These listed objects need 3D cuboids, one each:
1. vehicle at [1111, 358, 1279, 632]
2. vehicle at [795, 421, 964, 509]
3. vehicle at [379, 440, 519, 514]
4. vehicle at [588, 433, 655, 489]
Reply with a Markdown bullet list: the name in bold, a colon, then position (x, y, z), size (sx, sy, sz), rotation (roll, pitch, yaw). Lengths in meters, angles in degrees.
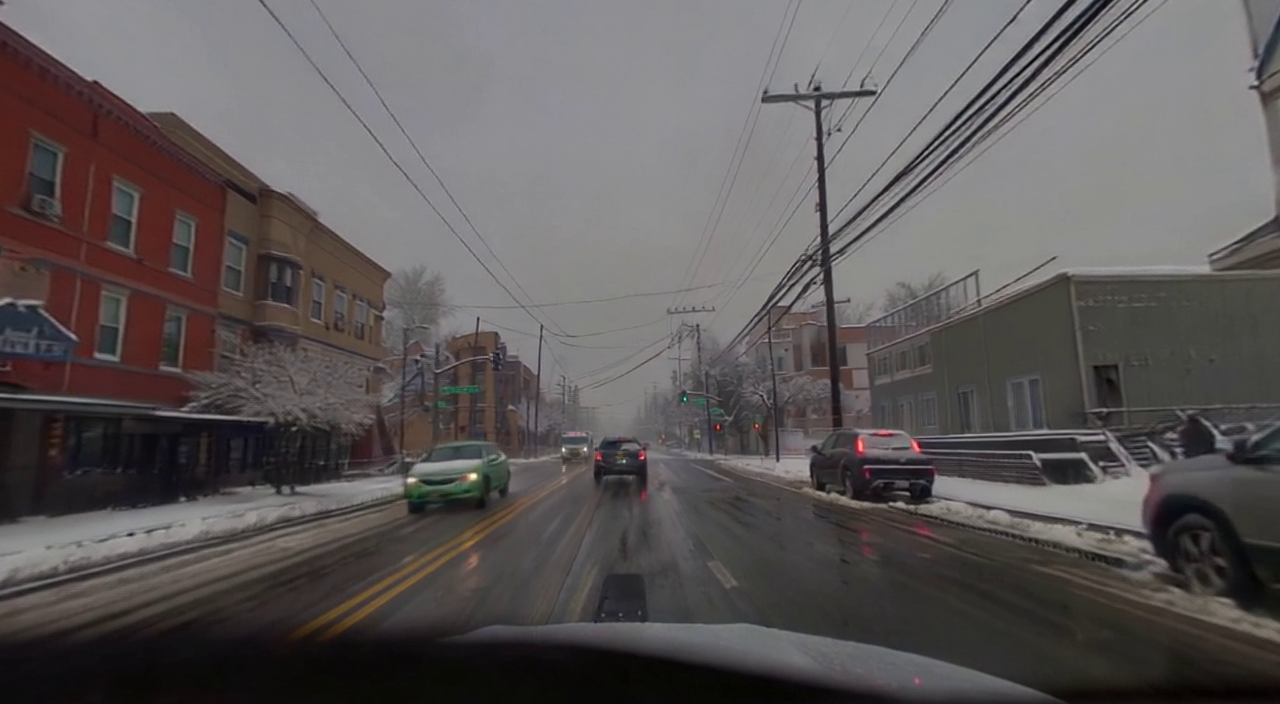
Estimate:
- **vehicle**: position (6.071, 0.940, 3.780), size (2.208, 2.106, 5.496), rotation (-1, -8, 0)
- **vehicle**: position (6.007, 2.914, 16.864), size (2.197, 1.917, 5.637), rotation (0, -8, -1)
- **vehicle**: position (-4.435, 2.947, 15.504), size (2.181, 1.500, 4.319), rotation (-1, -8, -1)
- **vehicle**: position (-0.584, 3.515, 20.748), size (1.980, 1.635, 3.795), rotation (-1, -8, -1)
